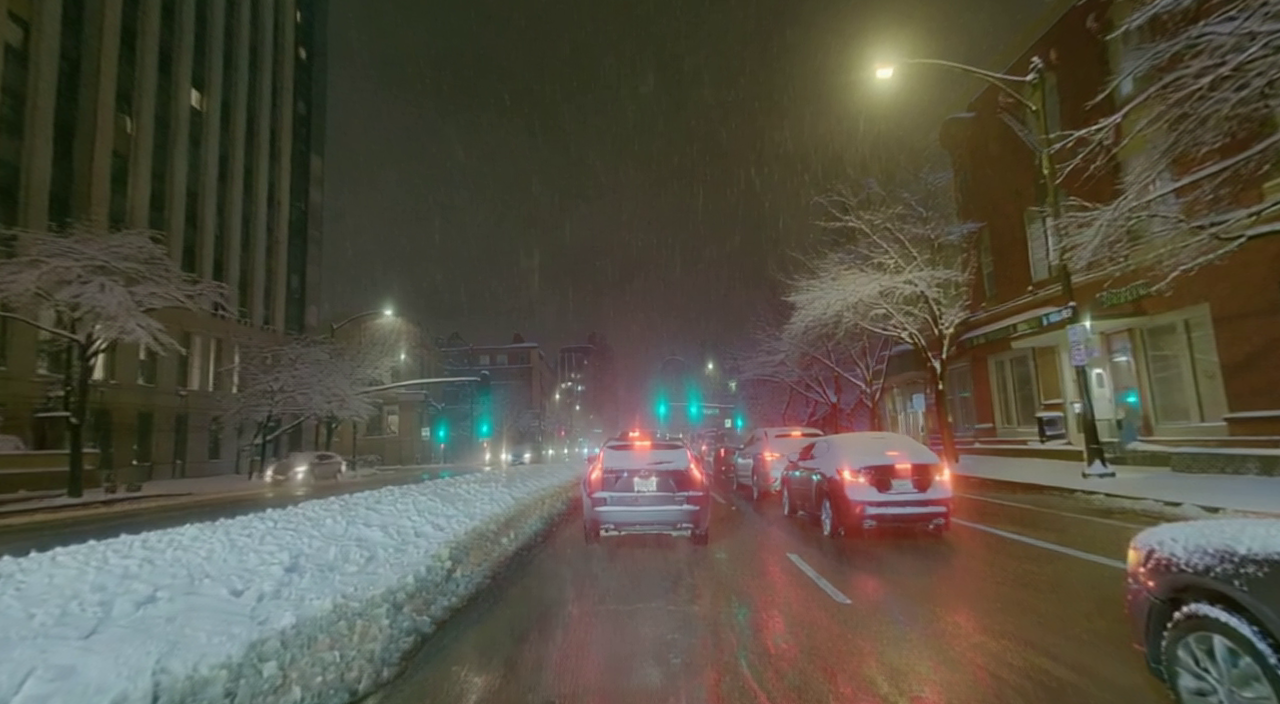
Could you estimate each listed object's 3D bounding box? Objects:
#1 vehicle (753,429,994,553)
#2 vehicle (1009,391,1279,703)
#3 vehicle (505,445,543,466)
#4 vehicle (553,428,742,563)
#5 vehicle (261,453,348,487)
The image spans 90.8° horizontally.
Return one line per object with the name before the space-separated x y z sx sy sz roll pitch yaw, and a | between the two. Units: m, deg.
vehicle | 3.246 2.021 9.968 1.995 1.483 4.533 0 -8 -1
vehicle | 3.215 0.771 1.421 1.982 1.491 4.664 0 -8 1
vehicle | -9.094 8.141 49.930 2.000 1.519 4.964 0 -8 1
vehicle | 0.051 1.910 9.172 2.105 1.474 4.127 0 -8 -1
vehicle | -16.238 5.726 30.879 1.848 1.447 4.501 0 -8 -1
